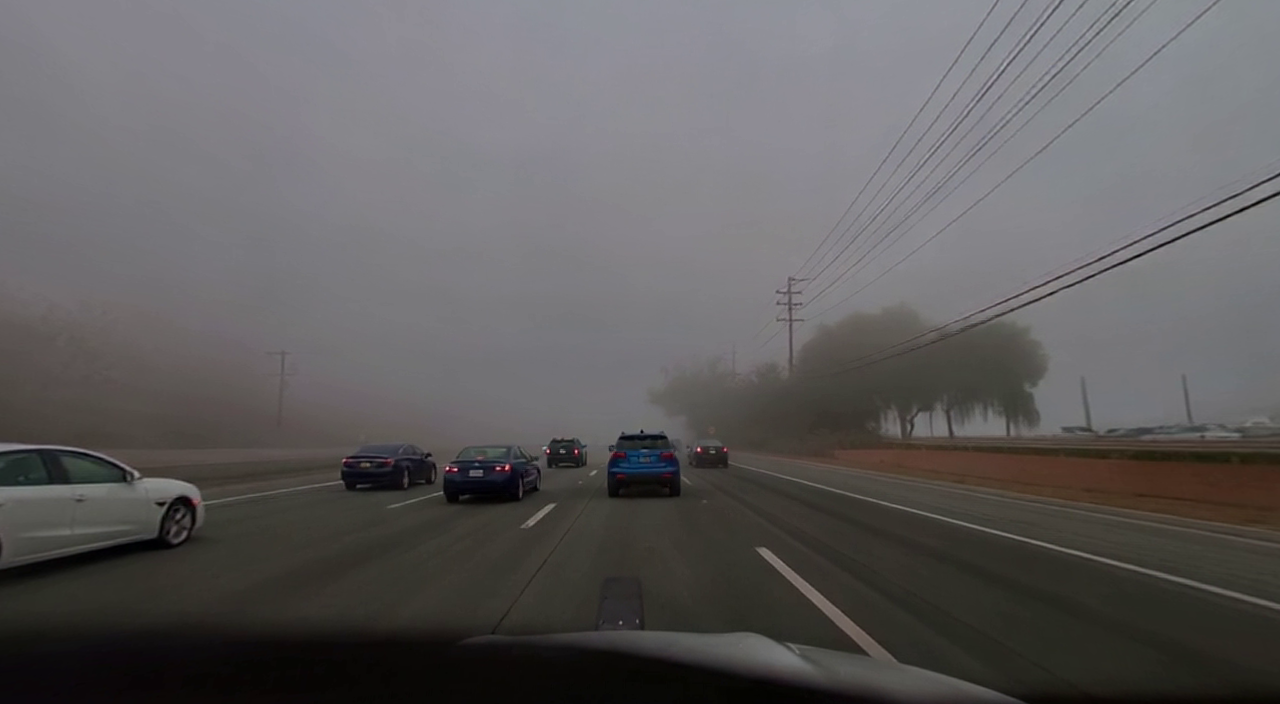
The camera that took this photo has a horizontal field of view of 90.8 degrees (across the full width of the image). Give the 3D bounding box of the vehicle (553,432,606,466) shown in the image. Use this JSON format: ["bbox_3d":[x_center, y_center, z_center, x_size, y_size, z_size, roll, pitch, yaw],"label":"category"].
[{"bbox_3d":[-3.240,5.316,34.759,2.353,1.773,4.286,0,-8,1],"label":"vehicle"}]

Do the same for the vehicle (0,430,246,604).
[{"bbox_3d":[-6.389,1.550,6.409,1.958,1.447,4.454,0,-8,-1],"label":"vehicle"}]

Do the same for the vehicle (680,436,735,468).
[{"bbox_3d":[3.249,4.924,31.407,2.197,1.464,4.356,0,-8,-1],"label":"vehicle"}]

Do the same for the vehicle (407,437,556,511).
[{"bbox_3d":[-3.417,2.733,14.731,2.203,1.425,4.610,0,-8,1],"label":"vehicle"}]

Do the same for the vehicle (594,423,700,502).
[{"bbox_3d":[0.145,2.690,15.740,2.284,1.699,4.168,0,-8,0],"label":"vehicle"}]

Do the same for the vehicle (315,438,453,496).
[{"bbox_3d":[-7.133,3.234,18.254,1.959,1.435,4.719,0,-8,1],"label":"vehicle"}]
